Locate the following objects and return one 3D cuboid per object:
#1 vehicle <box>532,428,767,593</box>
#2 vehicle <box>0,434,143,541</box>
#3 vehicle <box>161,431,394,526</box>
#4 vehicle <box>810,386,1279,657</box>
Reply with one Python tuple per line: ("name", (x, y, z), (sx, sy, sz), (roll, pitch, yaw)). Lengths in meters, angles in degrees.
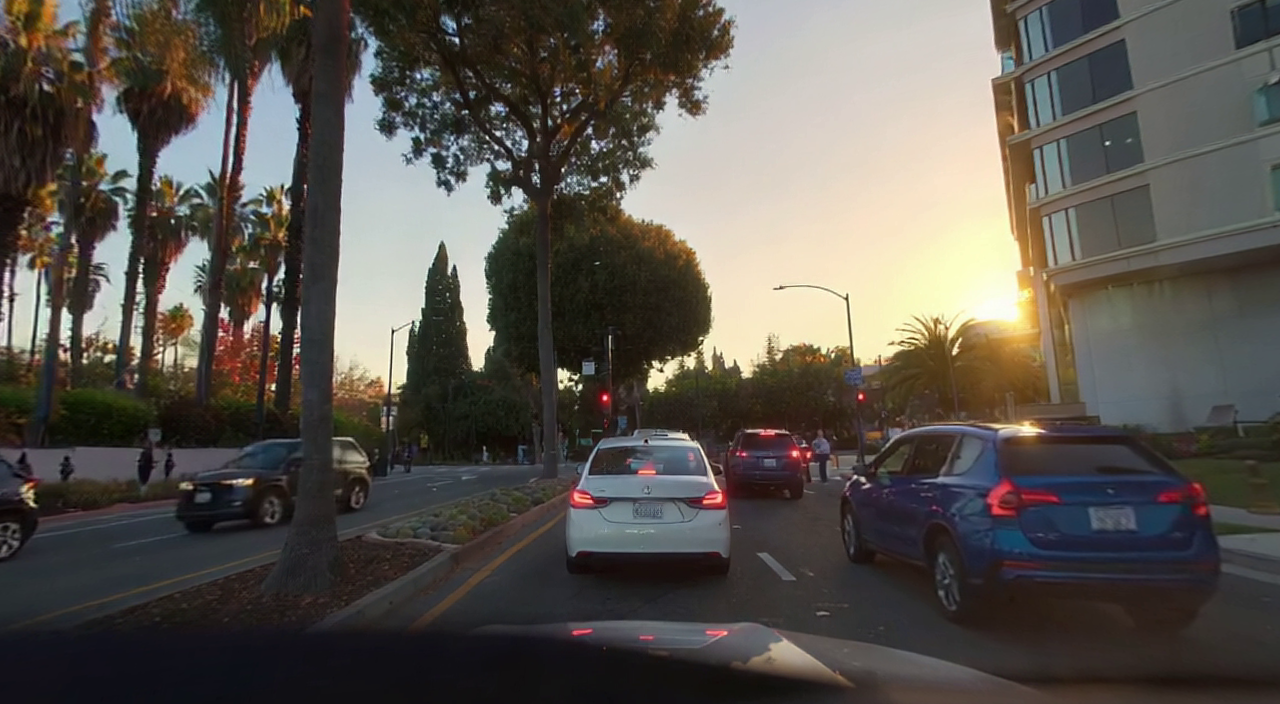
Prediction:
("vehicle", (0.125, 1.721, 7.705), (2.088, 1.452, 3.993), (0, -8, 1))
("vehicle", (-13.050, 2.717, 12.290), (2.240, 1.964, 5.707), (-6, -8, 0))
("vehicle", (-7.423, 2.598, 13.571), (2.053, 1.693, 4.198), (-2, -9, 9))
("vehicle", (3.301, 1.413, 6.312), (2.003, 1.733, 4.319), (0, -8, 0))
